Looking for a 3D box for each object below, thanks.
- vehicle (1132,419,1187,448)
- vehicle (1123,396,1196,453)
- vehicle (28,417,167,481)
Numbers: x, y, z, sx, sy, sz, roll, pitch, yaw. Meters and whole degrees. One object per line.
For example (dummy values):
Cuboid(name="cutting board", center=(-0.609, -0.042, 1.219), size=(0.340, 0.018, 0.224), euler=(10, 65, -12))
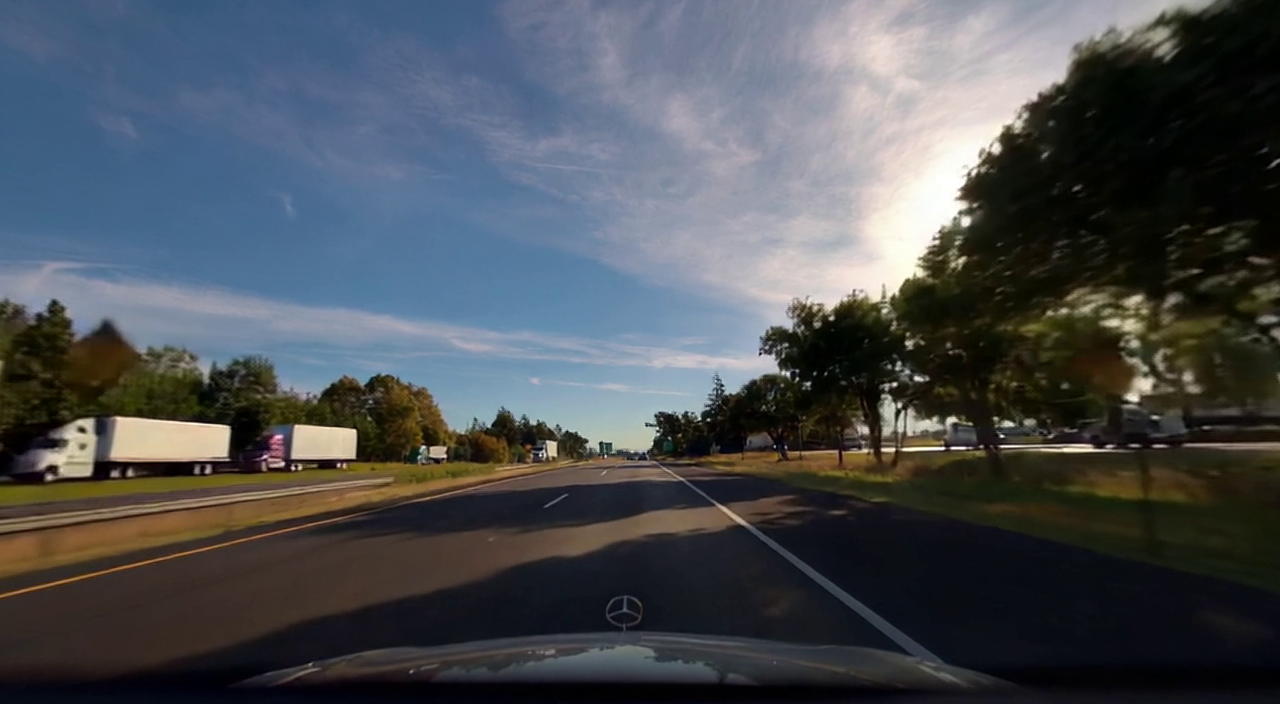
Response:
Cuboid(name="vehicle", center=(33.319, 5.267, 40.360), size=(2.081, 1.698, 4.845), euler=(-9, -13, 44))
Cuboid(name="vehicle", center=(35.301, 5.072, 42.635), size=(2.793, 3.430, 10.146), euler=(-9, -12, 43))
Cuboid(name="vehicle", center=(-38.303, 6.880, 44.936), size=(3.269, 4.141, 7.075), euler=(0, -9, 1))
